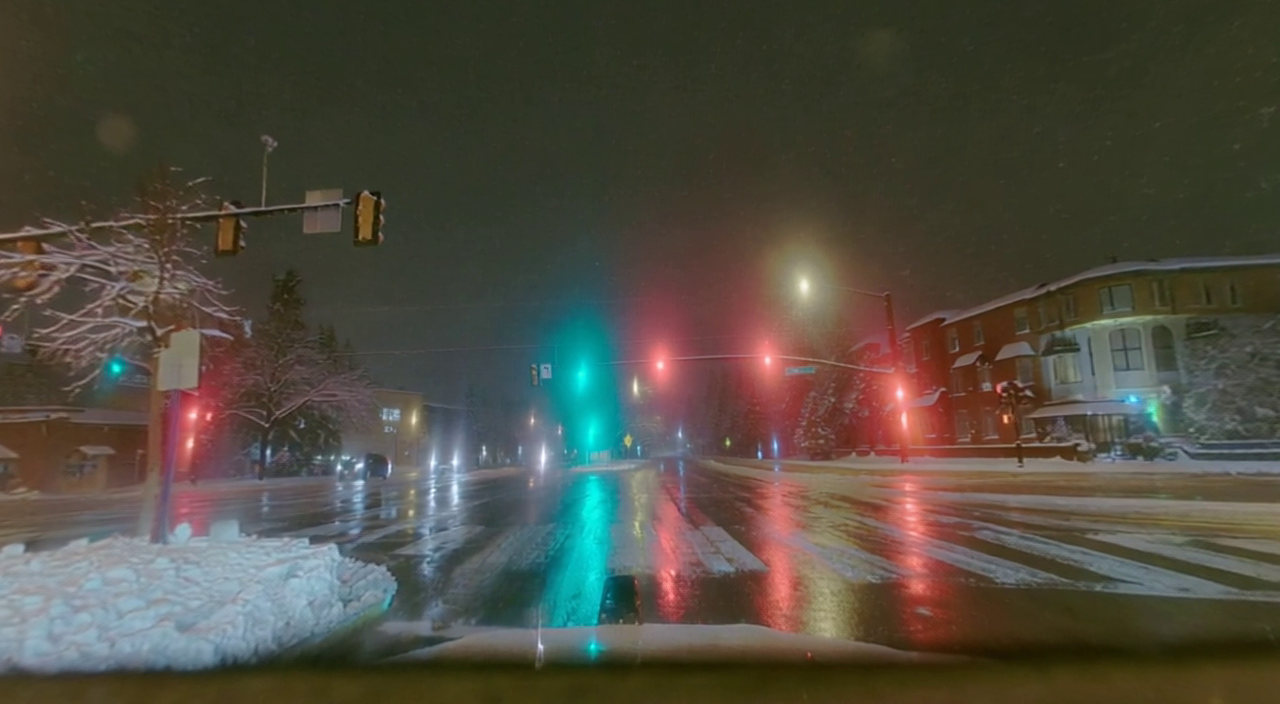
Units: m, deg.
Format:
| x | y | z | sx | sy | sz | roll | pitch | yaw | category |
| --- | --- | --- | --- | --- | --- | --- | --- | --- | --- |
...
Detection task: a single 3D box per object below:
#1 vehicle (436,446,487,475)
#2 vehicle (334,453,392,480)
| x | y | z | sx | sy | sz | roll | pitch | yaw | category |
| --- | --- | --- | --- | --- | --- | --- | --- | --- | --- |
| -12.188 | 7.416 | 43.479 | 2.151 | 1.847 | 4.634 | 0 | -9 | 1 | vehicle |
| -18.842 | 7.792 | 43.185 | 1.933 | 1.664 | 4.255 | 0 | -9 | 1 | vehicle |
